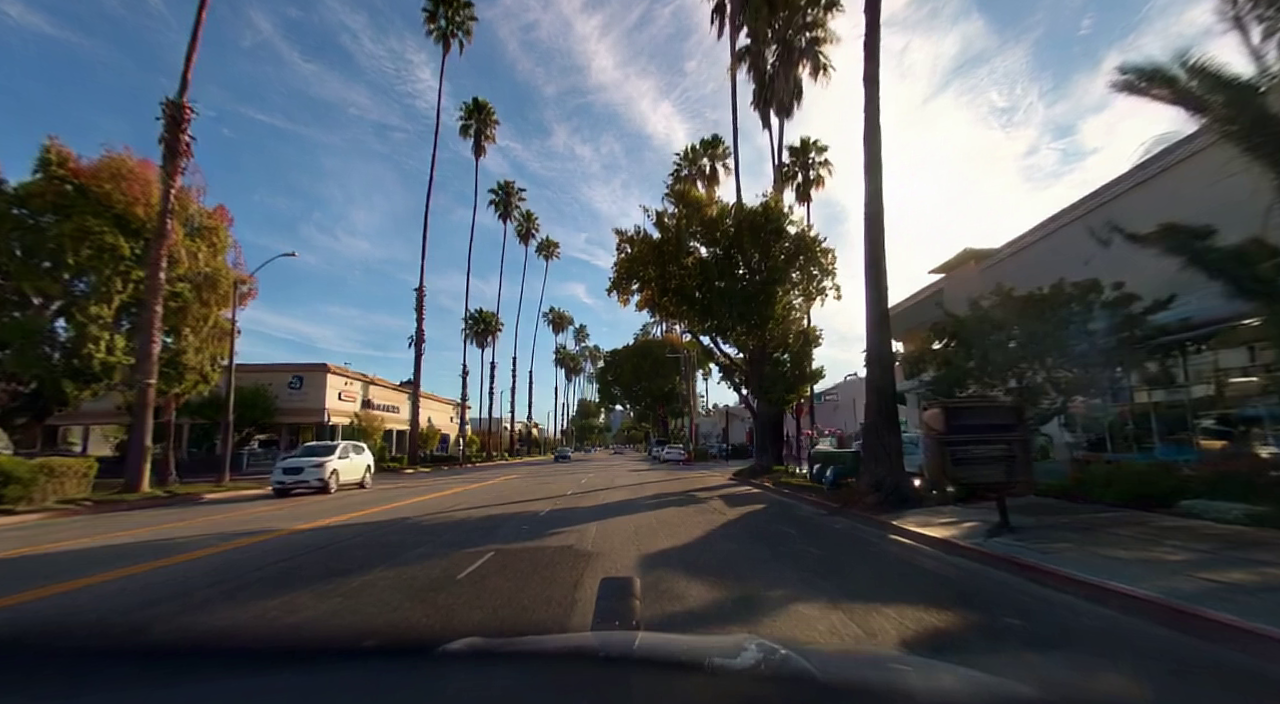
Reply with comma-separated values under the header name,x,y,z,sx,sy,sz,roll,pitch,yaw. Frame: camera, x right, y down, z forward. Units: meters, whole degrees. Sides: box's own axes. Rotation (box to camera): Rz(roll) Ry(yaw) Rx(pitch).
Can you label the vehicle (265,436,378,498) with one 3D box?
name,x,y,z,sx,sy,sz,roll,pitch,yaw
vehicle,-11.597,4.190,23.399,2.089,1.979,4.179,-3,-9,-1
